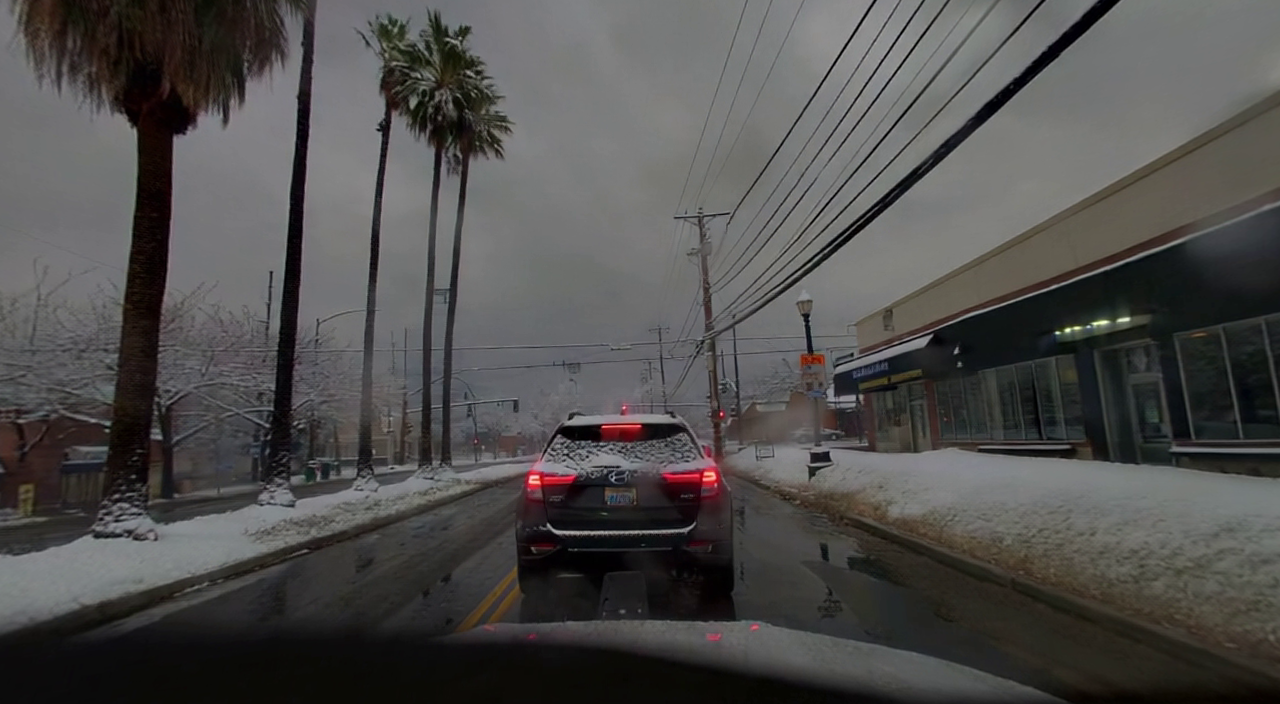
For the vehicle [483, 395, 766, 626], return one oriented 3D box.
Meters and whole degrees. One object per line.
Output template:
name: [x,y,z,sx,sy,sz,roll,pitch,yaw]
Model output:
vehicle: [-0.198,1.452,6.680,2.105,1.702,3.750,0,-8,-3]
